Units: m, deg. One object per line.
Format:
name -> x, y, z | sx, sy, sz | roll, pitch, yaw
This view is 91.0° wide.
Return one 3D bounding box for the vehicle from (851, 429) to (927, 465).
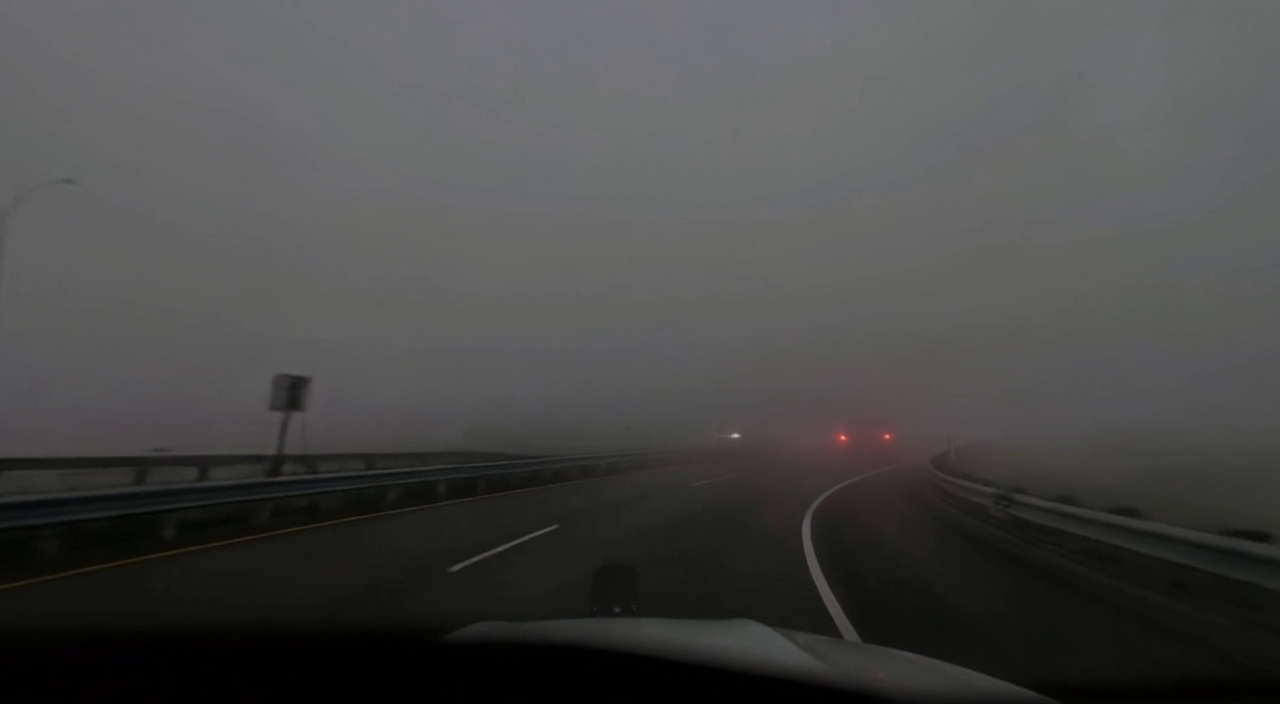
vehicle -> 11.333, 4.258, 28.486 | 2.028, 1.440, 3.970 | -3, -8, 40
